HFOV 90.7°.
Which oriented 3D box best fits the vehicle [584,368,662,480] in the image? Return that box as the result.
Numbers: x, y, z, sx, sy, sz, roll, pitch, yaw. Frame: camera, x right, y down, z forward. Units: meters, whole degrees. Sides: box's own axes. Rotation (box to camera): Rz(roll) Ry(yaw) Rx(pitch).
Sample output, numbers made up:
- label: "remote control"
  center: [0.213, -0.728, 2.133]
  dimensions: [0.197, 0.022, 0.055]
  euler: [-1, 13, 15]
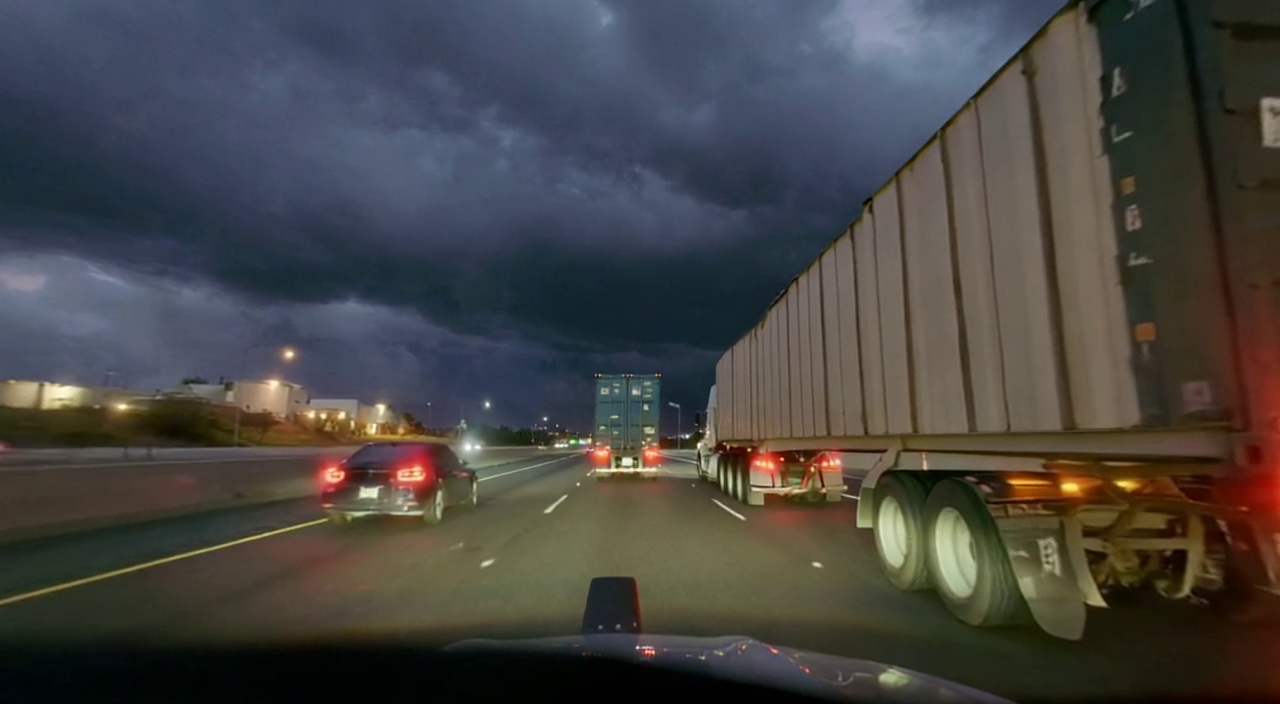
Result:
- label: "vehicle"
  center: [-0.567, 3.512, 29.146]
  dimensions: [2.841, 4.071, 12.046]
  euler: [0, -9, 1]

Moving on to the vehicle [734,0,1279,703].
- label: "vehicle"
  center: [3.763, 0.521, 8.617]
  dimensions: [2.803, 4.072, 12.744]
  euler: [0, -9, -1]

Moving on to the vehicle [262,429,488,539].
- label: "vehicle"
  center: [-4.185, 2.155, 11.007]
  dimensions: [1.994, 1.471, 4.591]
  euler: [0, -9, -1]
